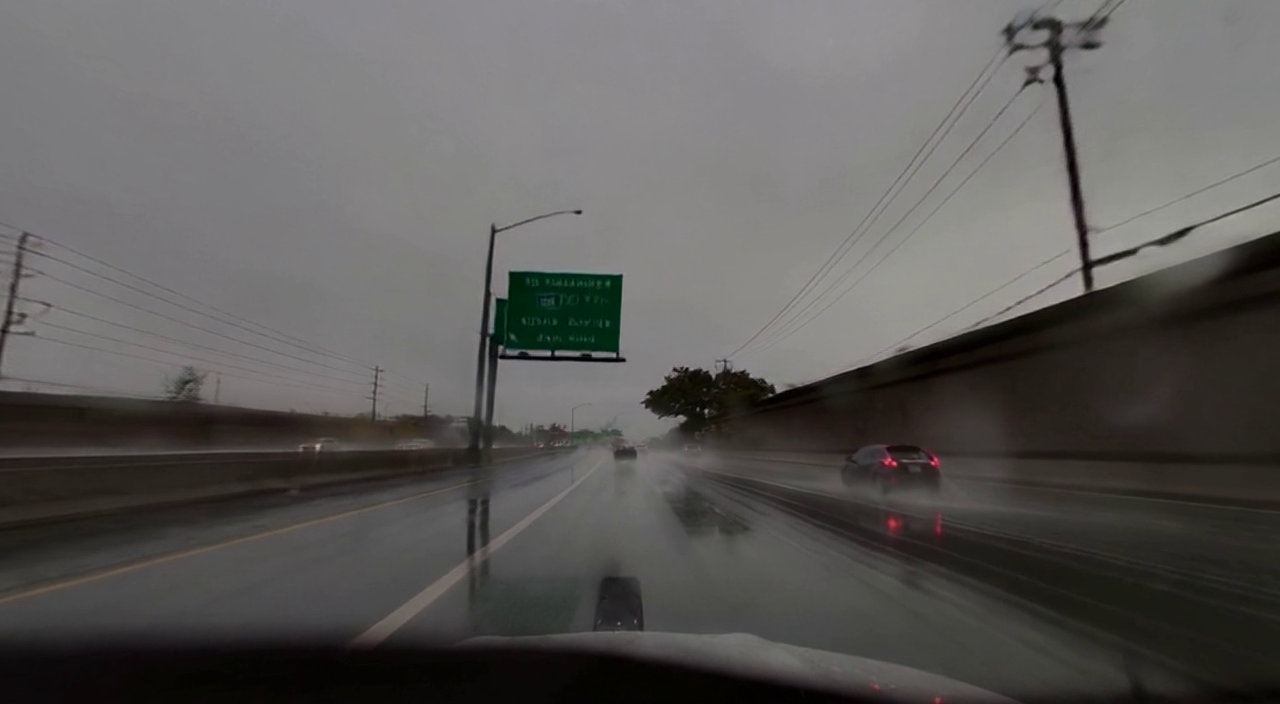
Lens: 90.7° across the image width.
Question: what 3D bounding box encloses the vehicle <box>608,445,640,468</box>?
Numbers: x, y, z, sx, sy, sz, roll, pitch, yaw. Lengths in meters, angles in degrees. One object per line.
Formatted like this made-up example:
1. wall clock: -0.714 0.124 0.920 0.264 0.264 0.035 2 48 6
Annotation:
1. vehicle: -1.124 7.036 42.866 2.109 1.489 4.027 0 -9 -3

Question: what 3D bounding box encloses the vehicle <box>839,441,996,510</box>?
1. vehicle: 6.656 2.978 15.762 1.876 1.451 4.154 0 -9 -2
